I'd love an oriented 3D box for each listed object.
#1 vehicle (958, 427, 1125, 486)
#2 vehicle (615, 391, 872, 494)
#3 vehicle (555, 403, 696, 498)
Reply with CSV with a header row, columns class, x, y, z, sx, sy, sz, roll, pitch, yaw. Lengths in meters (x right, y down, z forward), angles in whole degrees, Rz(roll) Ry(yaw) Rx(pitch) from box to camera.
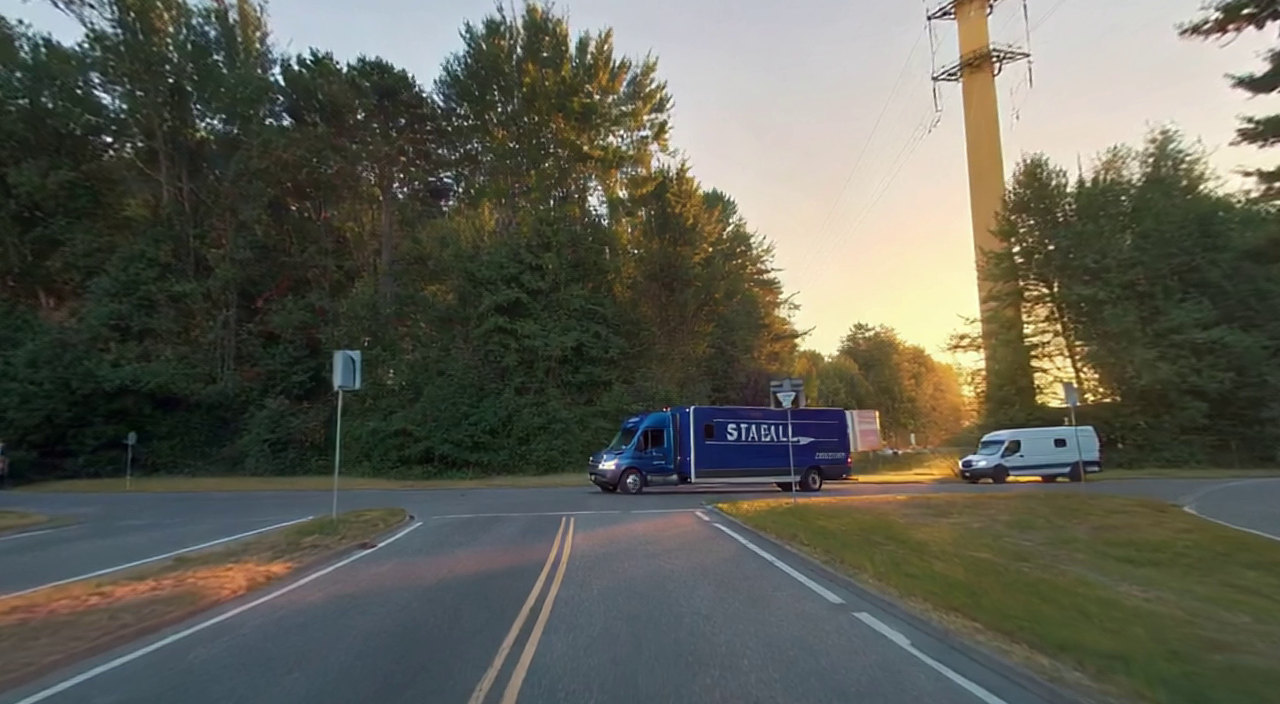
class,x,y,z,sx,sy,sz,roll,pitch,yaw
vehicle,17.479,4.555,27.595,5.923,2.424,2.247,1,-9,-8
vehicle,4.099,3.586,25.011,9.765,3.622,2.740,3,-9,-18
vehicle,-0.601,3.630,23.378,4.552,3.175,2.847,3,-9,-18
